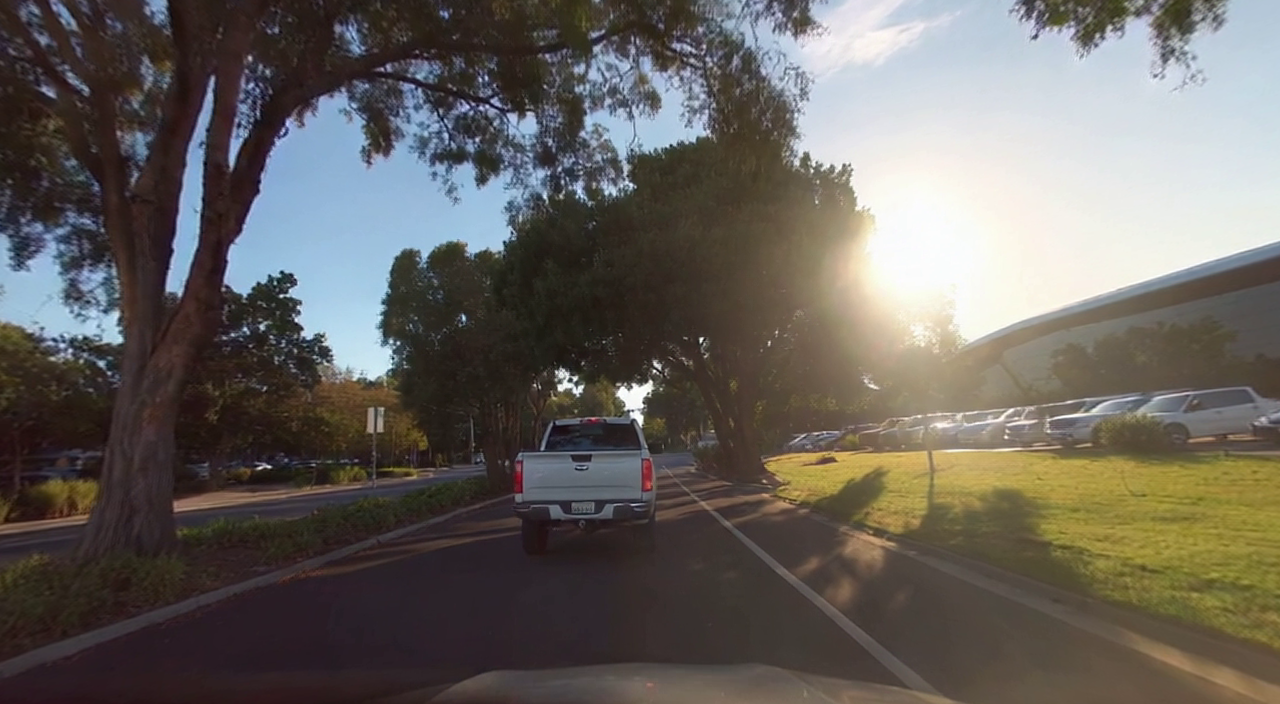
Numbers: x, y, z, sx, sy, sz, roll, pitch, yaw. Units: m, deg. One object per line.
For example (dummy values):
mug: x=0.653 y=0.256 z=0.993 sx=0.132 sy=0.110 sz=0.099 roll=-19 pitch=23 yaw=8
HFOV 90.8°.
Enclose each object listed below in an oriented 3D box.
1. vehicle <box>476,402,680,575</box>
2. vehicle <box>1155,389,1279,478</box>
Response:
vehicle: x=-0.607 y=1.827 z=9.278 sx=2.157 sy=1.816 sz=5.039 roll=0 pitch=-9 yaw=1
vehicle: x=11.890 y=1.383 z=10.844 sx=4.298 sy=1.392 sz=1.944 roll=-1 pitch=-8 yaw=2
